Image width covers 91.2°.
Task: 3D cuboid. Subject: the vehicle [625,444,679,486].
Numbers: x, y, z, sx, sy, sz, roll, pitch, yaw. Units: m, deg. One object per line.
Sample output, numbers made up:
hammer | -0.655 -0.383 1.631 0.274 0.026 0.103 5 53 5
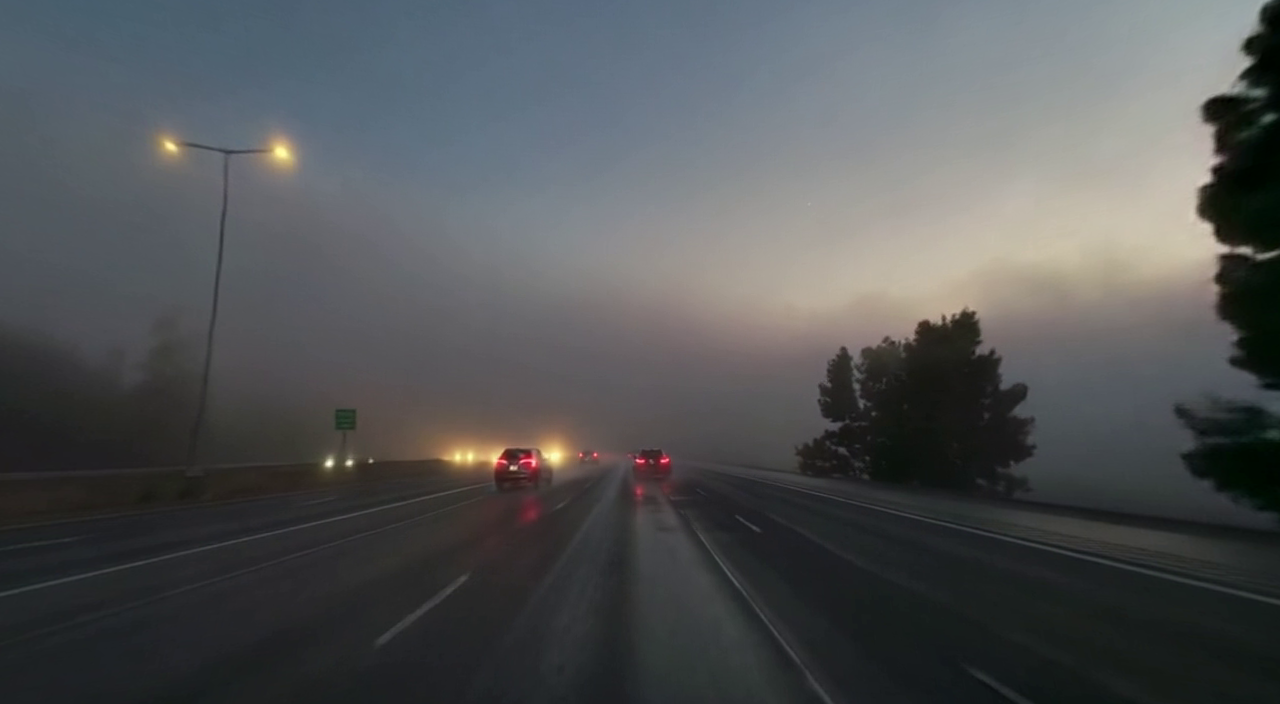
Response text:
vehicle | 0.439 4.549 25.538 2.015 1.526 4.286 0 -9 0

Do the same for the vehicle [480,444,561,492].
vehicle | -4.089 4.050 22.234 1.940 1.502 4.463 -1 -9 0

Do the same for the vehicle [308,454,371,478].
vehicle | -20.367 7.752 42.755 1.921 1.485 4.671 -1 -9 1
